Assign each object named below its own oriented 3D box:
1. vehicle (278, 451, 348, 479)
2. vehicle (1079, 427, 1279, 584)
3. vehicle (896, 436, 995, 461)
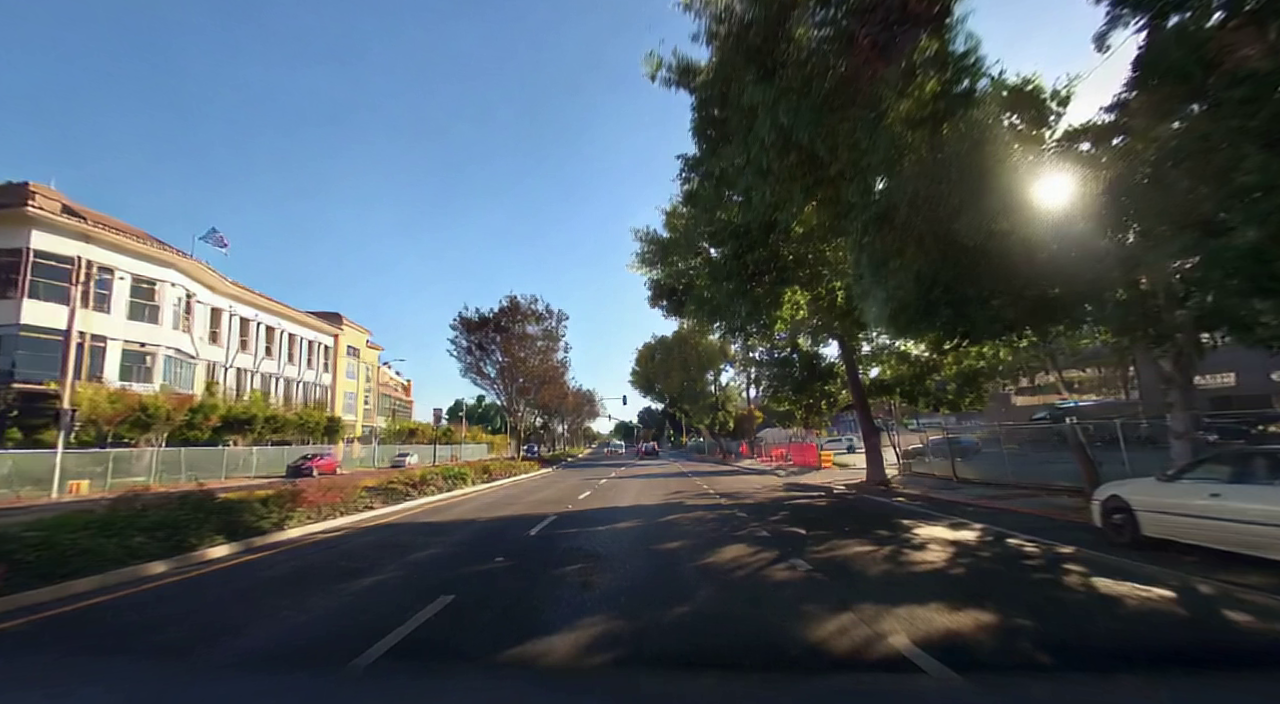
[{"bbox_3d":[-22.315,7.695,43.247,2.067,1.743,5.056,0,-8,0],"label":"vehicle"},{"bbox_3d":[7.110,1.516,6.367,1.984,1.485,4.629,0,-8,0],"label":"vehicle"},{"bbox_3d":[18.265,5.782,37.815,4.813,1.464,2.073,0,-8,-1],"label":"vehicle"}]
